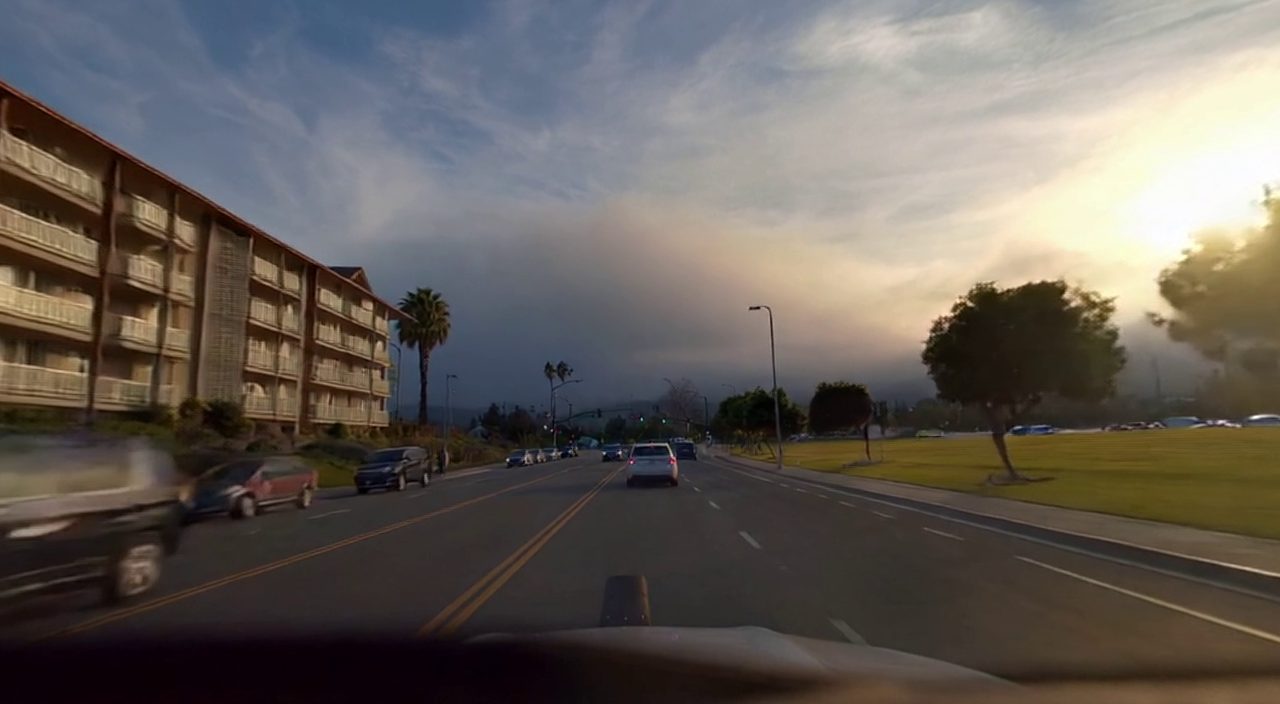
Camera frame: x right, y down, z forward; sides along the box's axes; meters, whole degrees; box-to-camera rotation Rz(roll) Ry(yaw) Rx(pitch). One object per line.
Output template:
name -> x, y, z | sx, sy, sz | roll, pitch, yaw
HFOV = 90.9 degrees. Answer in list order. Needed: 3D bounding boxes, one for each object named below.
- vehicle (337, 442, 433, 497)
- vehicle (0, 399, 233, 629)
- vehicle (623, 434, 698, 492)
vehicle -> -10.094, 4.642, 25.338 | 2.032, 1.833, 4.465 | -3, -8, 0
vehicle -> -6.204, 1.370, 5.463 | 2.065, 1.838, 4.846 | -1, -9, 0
vehicle -> 0.607, 3.459, 19.935 | 2.132, 1.632, 3.838 | -1, -8, 1
